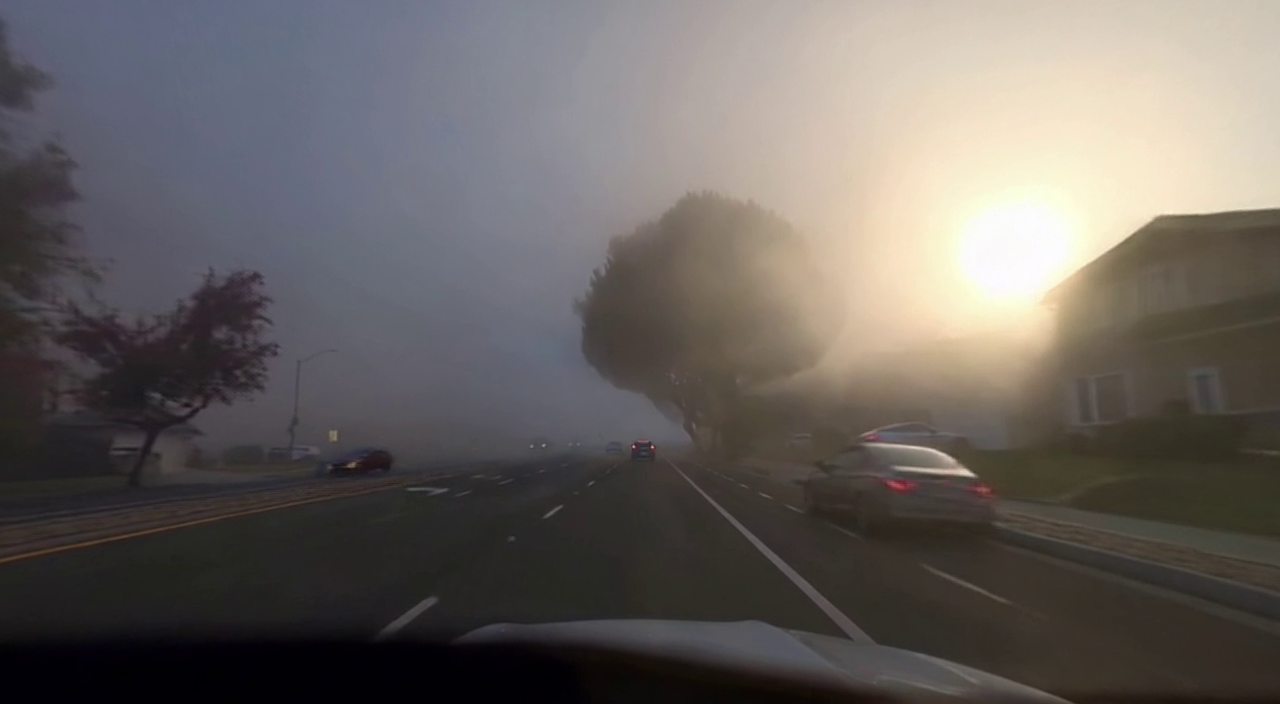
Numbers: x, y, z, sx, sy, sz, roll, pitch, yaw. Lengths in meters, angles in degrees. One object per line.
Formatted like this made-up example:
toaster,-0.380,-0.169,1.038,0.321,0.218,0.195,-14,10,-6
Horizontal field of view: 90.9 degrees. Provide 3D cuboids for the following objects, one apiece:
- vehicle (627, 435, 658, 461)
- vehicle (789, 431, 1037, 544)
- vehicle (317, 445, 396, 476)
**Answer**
vehicle,0.178,6.539,42.973,2.024,1.655,4.301,0,-9,0
vehicle,4.202,2.171,10.860,2.080,1.469,4.898,0,-9,0
vehicle,-14.107,5.388,31.634,1.937,1.386,4.354,-2,-9,1
